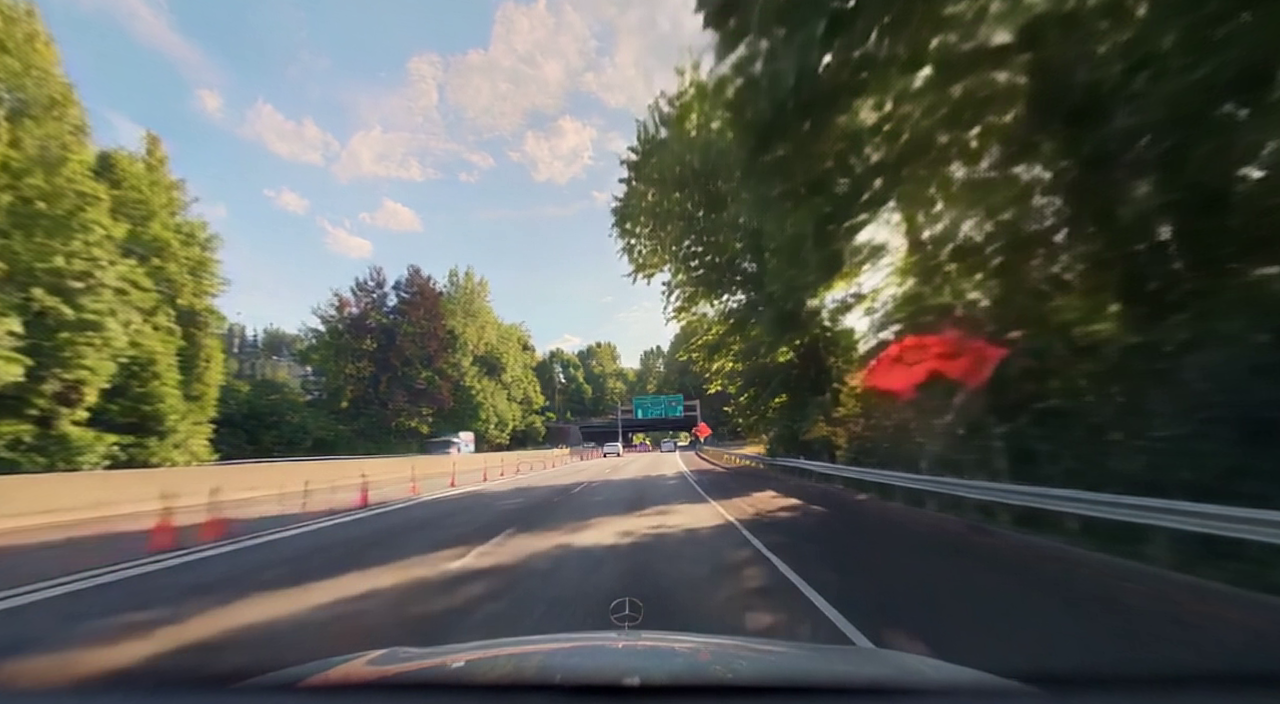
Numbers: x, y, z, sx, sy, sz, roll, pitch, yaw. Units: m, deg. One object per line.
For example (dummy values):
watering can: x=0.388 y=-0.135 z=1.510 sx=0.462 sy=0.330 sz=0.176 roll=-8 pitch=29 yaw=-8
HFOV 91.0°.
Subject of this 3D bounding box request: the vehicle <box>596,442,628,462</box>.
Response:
vehicle: x=-2.100 y=7.661 z=48.510 sx=2.118 sy=1.475 sz=4.263 roll=-1 pitch=-8 yaw=2
